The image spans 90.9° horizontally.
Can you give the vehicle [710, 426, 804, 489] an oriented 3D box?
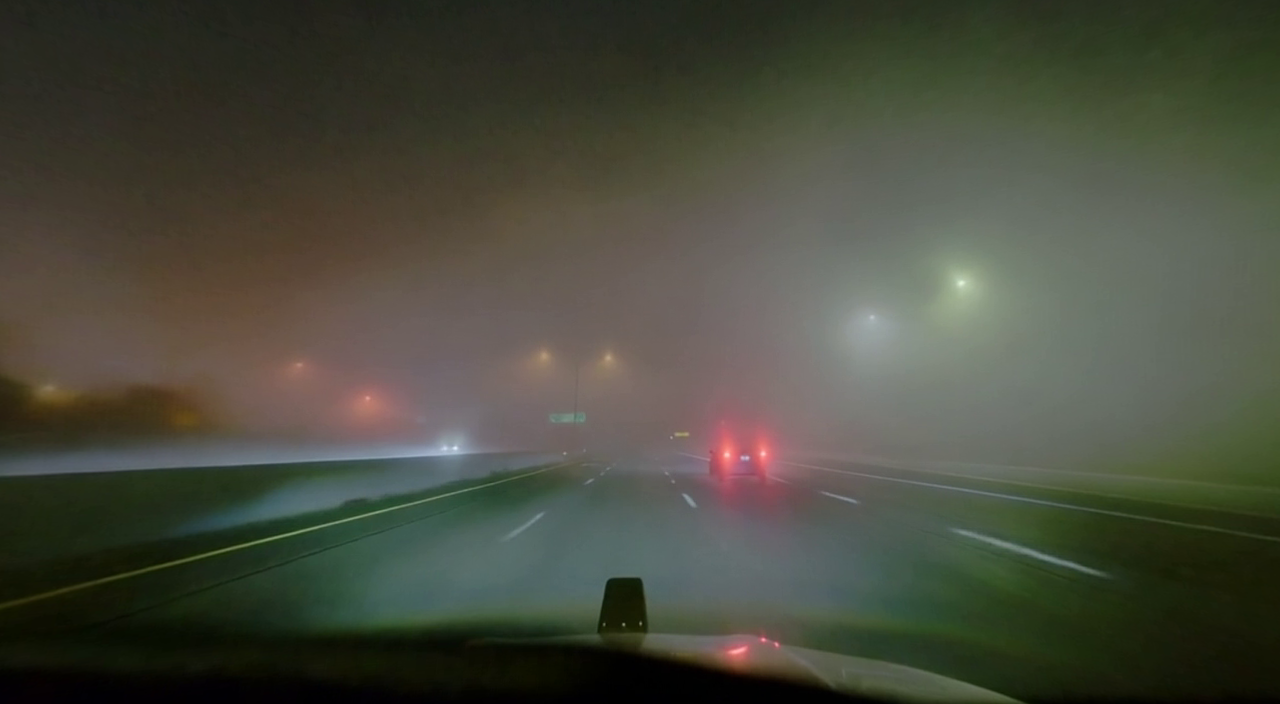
[{"bbox_3d":[3.519,3.287,19.980,2.039,1.701,4.834,0,-8,0],"label":"vehicle"}]
